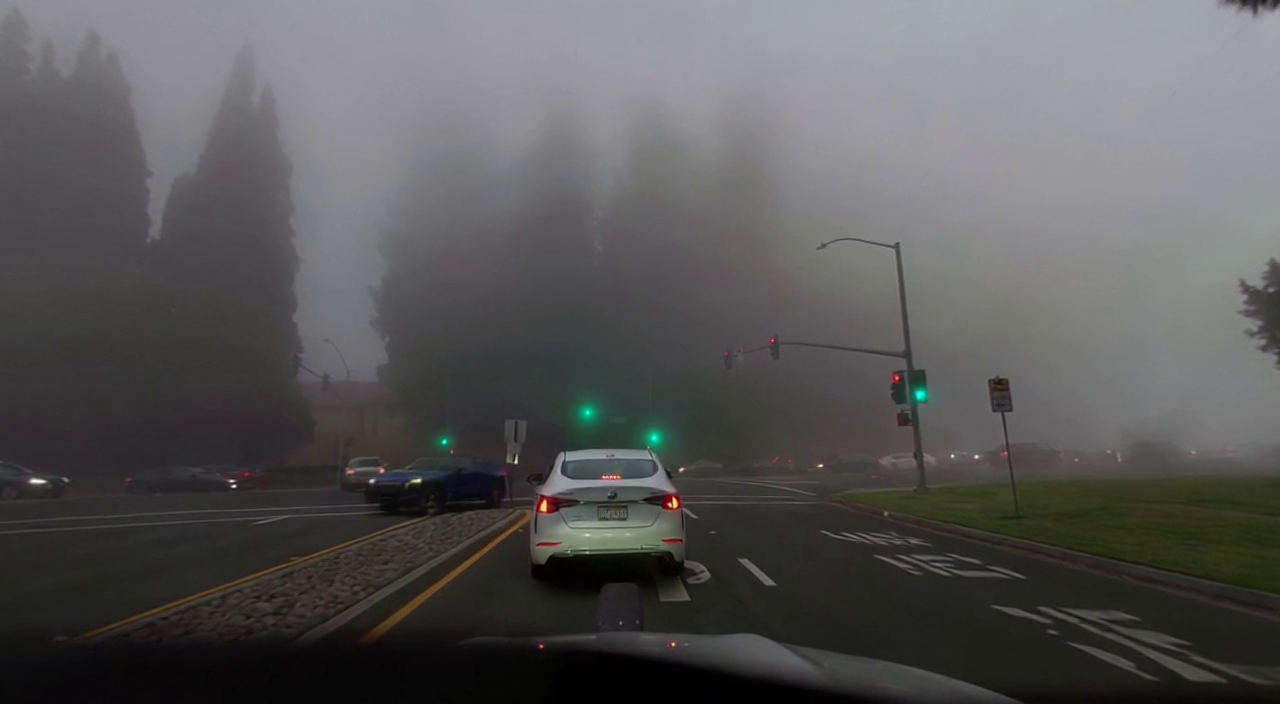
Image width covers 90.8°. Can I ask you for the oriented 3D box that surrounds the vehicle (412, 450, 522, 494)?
[{"bbox_3d":[-8.830,6.007,32.141,5.500,2.012,2.201,-5,-10,32],"label":"vehicle"}]

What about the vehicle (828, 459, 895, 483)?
[{"bbox_3d":[16.459,8.804,47.059,4.337,1.637,1.860,2,-9,-16],"label":"vehicle"}]

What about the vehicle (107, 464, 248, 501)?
[{"bbox_3d":[-20.086,5.683,27.660,4.548,1.449,1.802,2,-9,-13],"label":"vehicle"}]

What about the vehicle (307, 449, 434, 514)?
[{"bbox_3d":[-7.377,3.545,17.899,2.078,1.534,4.646,1,-9,-8],"label":"vehicle"}]

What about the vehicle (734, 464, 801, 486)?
[{"bbox_3d":[9.039,8.740,45.037,4.254,1.359,1.895,2,-9,-16],"label":"vehicle"}]

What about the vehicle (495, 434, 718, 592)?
[{"bbox_3d":[-0.359,1.858,8.203,2.112,1.479,4.264,0,-9,-1],"label":"vehicle"}]

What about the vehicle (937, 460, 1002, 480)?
[{"bbox_3d":[25.928,9.282,49.762,4.358,1.471,1.875,2,-9,-16],"label":"vehicle"}]
